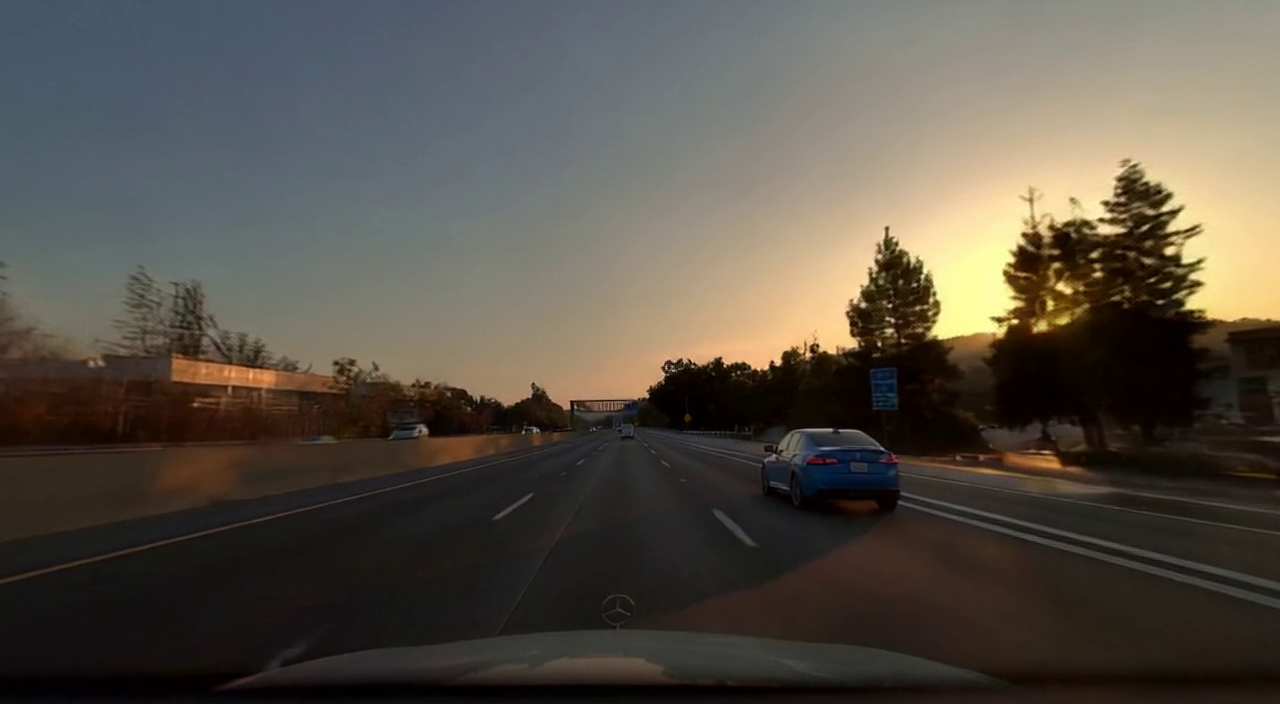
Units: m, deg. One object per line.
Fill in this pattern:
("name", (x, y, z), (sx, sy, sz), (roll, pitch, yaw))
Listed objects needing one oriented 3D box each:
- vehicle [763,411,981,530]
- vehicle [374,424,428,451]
("vehicle", (3.475, 1.843, 10.366), (1.973, 1.563, 3.959), (0, -8, -2))
("vehicle", (-17.434, 6.266, 46.111), (2.102, 1.837, 4.818), (0, -8, -1))
